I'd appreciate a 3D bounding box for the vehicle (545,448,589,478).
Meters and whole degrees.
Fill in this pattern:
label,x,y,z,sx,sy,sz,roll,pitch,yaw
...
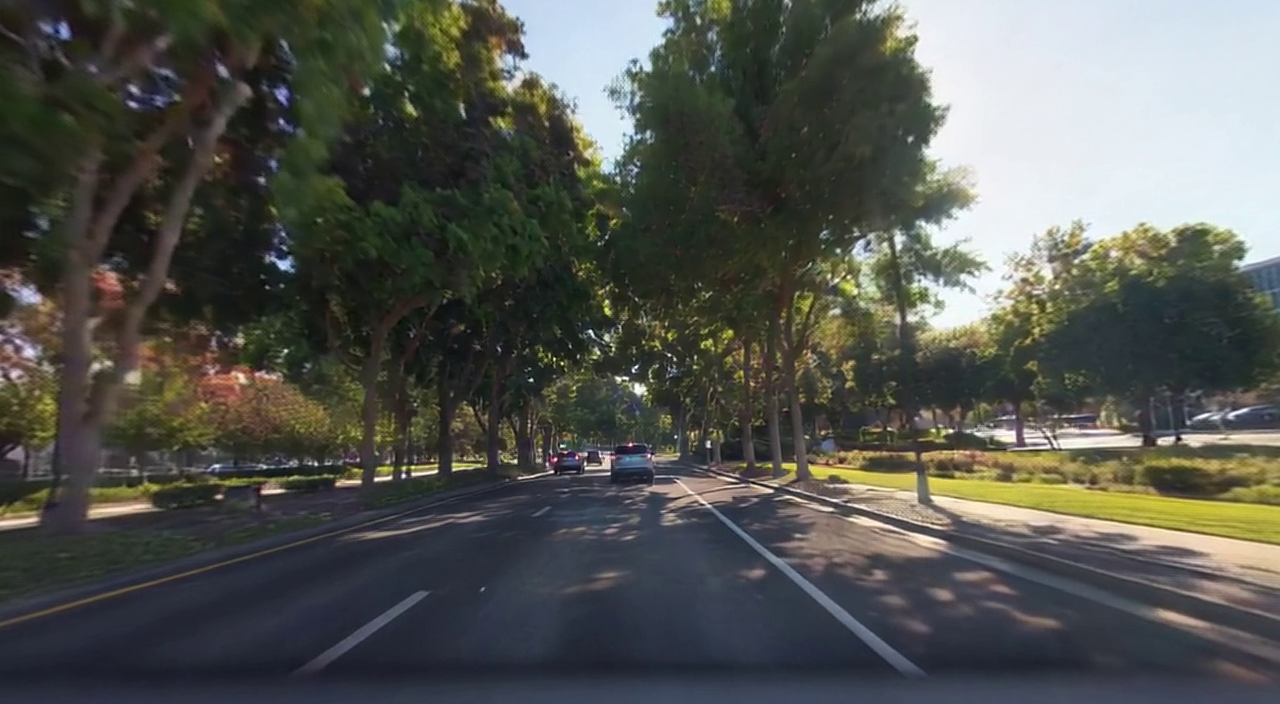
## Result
label,x,y,z,sx,sy,sz,roll,pitch,yaw
vehicle,-4.011,6.176,35.465,1.936,1.538,4.016,0,-8,1

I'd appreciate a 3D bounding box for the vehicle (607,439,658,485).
label,x,y,z,sx,sy,sz,roll,pitch,yaw
vehicle,-0.313,4.663,27.080,2.018,1.769,3.897,0,-8,-1
